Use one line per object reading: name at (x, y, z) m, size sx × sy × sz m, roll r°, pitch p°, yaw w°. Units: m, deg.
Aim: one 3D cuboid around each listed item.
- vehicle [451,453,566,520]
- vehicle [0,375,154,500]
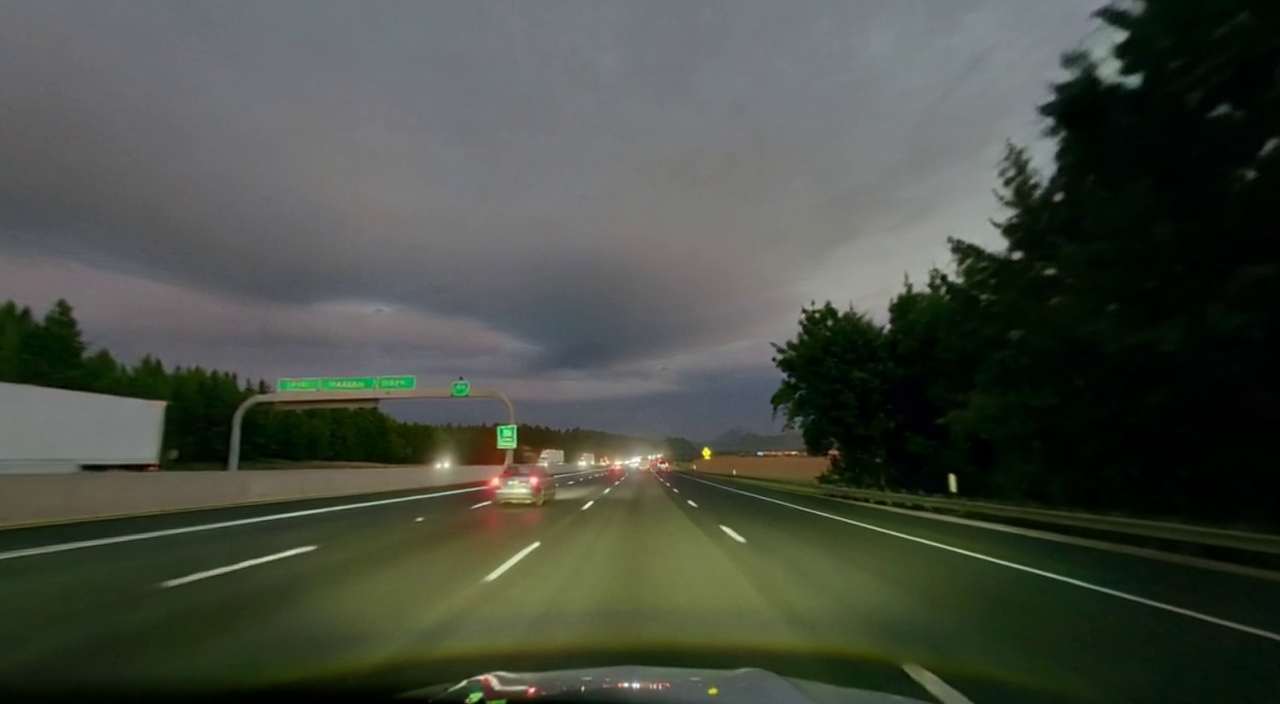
vehicle at (-3.387, 3.611, 17.298) m, size 2.039 × 1.505 × 4.843 m, roll 1°, pitch -10°, yaw 0°
vehicle at (-23.103, 2.810, 20.861) m, size 2.840 × 4.164 × 13.969 m, roll 1°, pitch -10°, yaw 0°
